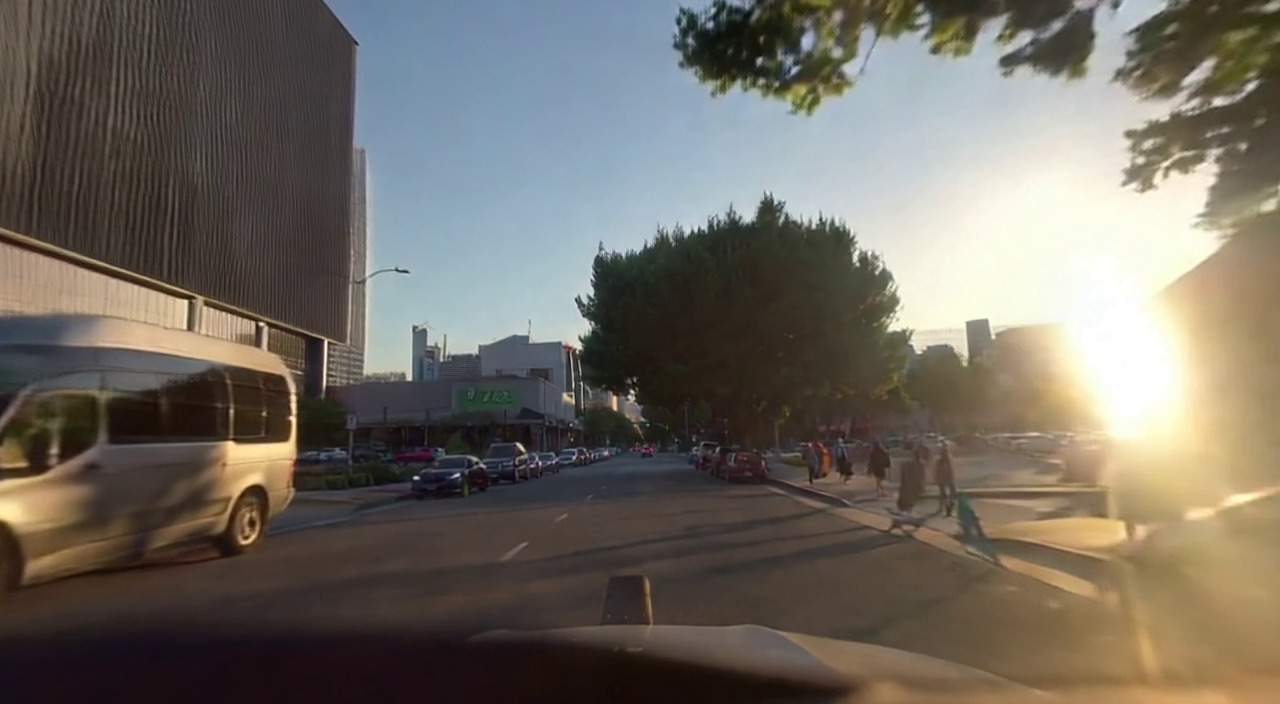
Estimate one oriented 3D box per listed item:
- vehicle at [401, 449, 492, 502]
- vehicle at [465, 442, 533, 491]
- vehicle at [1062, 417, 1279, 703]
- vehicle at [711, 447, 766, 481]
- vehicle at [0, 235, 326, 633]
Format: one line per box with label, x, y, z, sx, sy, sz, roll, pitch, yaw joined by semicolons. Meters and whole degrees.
vehicle;-6.611;4.225;22.079;1.917;1.487;4.659;-2;-8;-3
vehicle;-6.409;5.191;29.139;2.238;1.891;4.780;-1;-7;-2
vehicle;4.075;0.949;2.238;2.091;1.501;4.245;0;-8;-2
vehicle;4.834;5.531;31.522;1.973;1.494;4.867;-1;-8;0
vehicle;-6.818;0.958;7.413;2.851;3.375;6.057;0;-7;2
